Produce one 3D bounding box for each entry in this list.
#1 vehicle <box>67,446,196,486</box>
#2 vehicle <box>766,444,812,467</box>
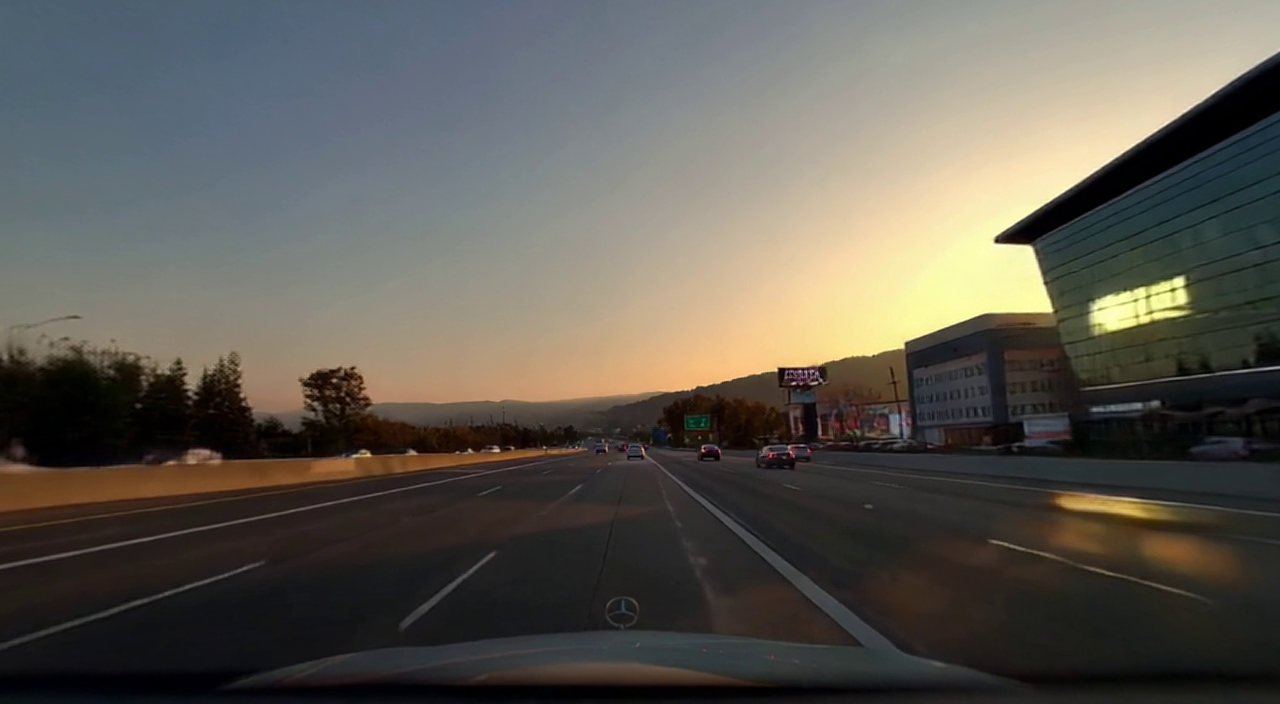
[{"bbox_3d":[-22.937,5.120,28.797,2.035,1.568,4.785,1,-8,-3],"label":"vehicle"},{"bbox_3d":[10.211,7.117,43.607,1.953,1.473,4.512,0,-8,-1],"label":"vehicle"}]
